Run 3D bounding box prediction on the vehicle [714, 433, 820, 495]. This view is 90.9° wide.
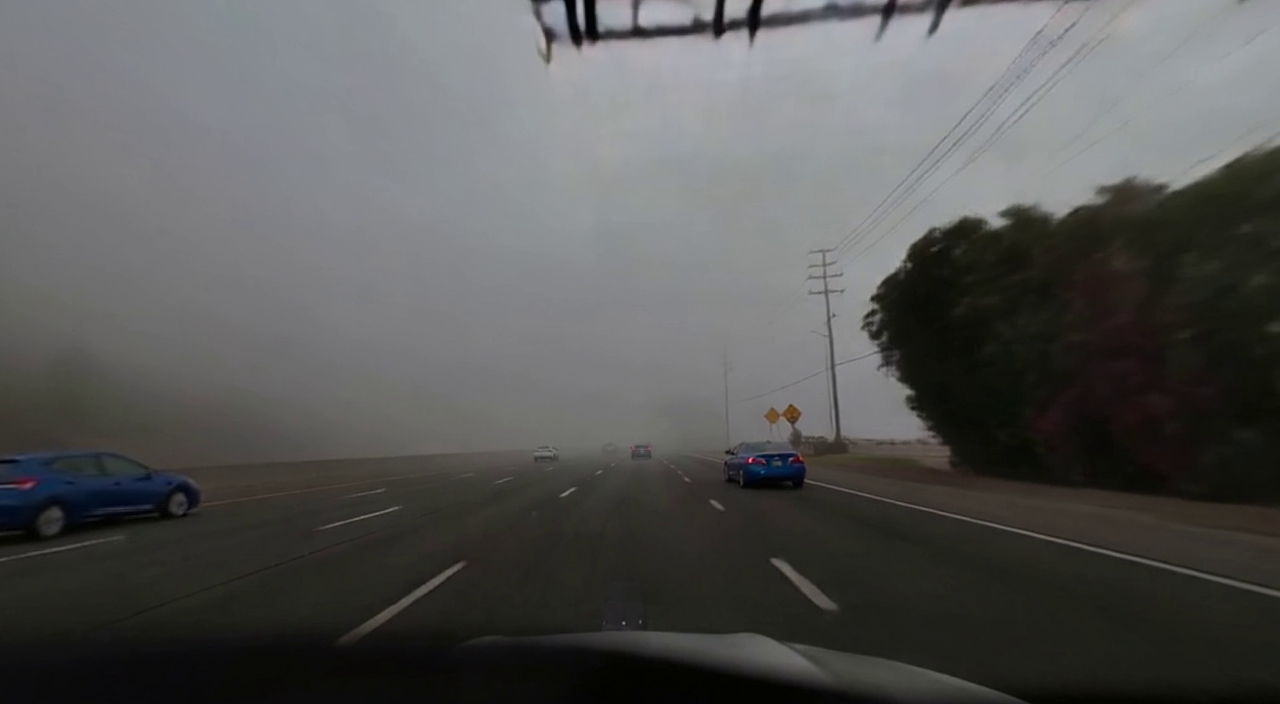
[{"bbox_3d":[3.449,3.144,18.063,2.060,1.526,4.387,0,-8,-1],"label":"vehicle"}]

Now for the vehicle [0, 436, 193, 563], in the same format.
[{"bbox_3d":[-10.339,2.380,10.419,2.241,1.810,4.966,-3,-8,1],"label":"vehicle"}]

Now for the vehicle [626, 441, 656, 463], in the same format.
[{"bbox_3d":[0.089,7.112,45.136,2.036,1.474,3.969,0,-8,1],"label":"vehicle"}]
